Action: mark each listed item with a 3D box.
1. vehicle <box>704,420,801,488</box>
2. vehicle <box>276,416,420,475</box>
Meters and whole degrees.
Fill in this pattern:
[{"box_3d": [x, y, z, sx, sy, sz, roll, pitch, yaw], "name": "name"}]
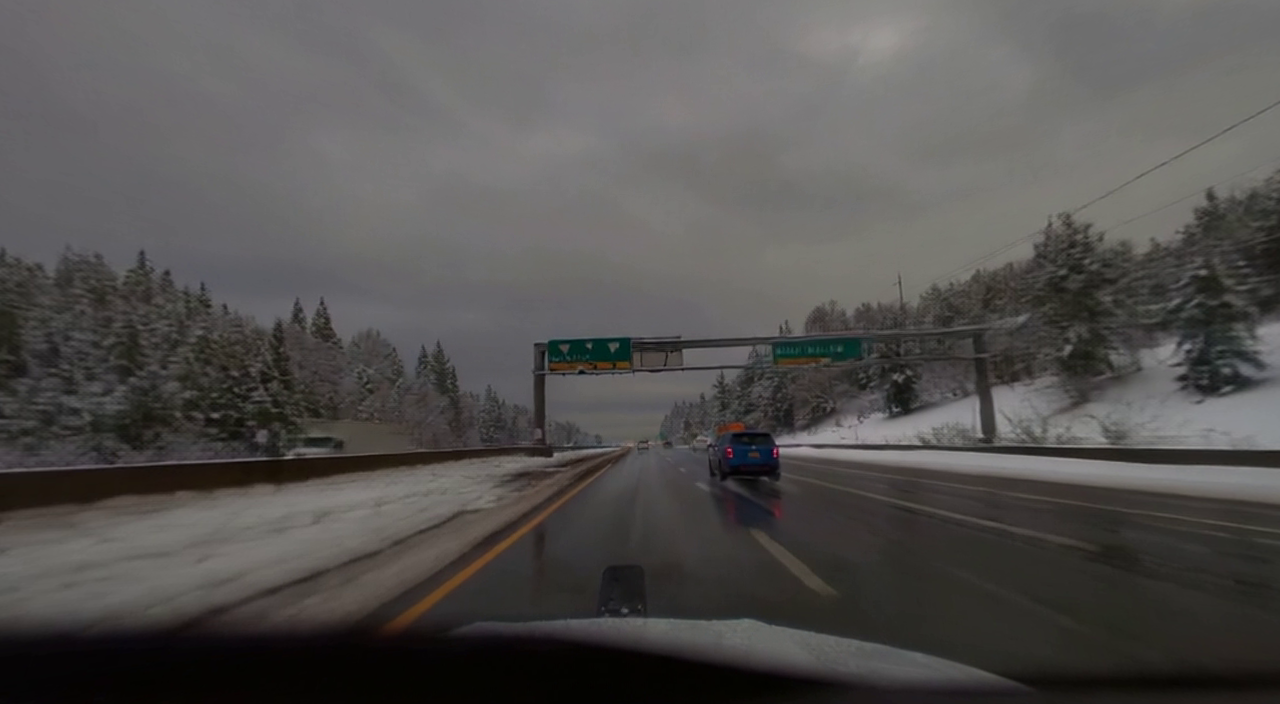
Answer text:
[{"box_3d": [3.300, 3.100, 19.436, 2.120, 1.832, 4.287, 0, -8, -1], "name": "vehicle"}, {"box_3d": [-17.973, 5.933, 40.343, 3.139, 3.154, 12.225, 0, -8, 1], "name": "vehicle"}]
